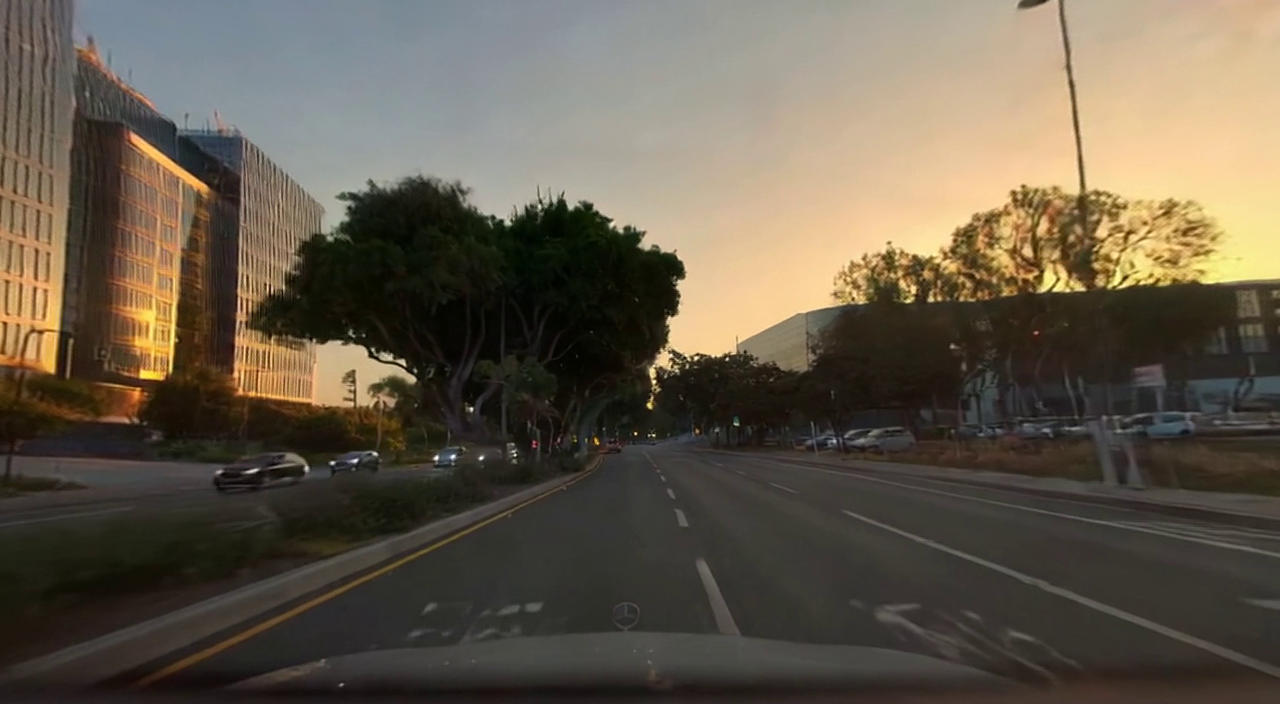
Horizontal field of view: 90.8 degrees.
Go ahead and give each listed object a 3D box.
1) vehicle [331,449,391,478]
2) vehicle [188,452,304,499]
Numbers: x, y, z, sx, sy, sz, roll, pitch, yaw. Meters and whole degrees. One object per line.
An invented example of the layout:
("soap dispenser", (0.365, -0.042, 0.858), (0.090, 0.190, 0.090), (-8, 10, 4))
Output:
("vehicle", (-18.578, 7.429, 42.324), (1.980, 1.732, 4.498), (-2, -8, 1))
("vehicle", (-15.269, 4.757, 24.783), (1.833, 1.496, 4.157), (-4, -8, 1))
